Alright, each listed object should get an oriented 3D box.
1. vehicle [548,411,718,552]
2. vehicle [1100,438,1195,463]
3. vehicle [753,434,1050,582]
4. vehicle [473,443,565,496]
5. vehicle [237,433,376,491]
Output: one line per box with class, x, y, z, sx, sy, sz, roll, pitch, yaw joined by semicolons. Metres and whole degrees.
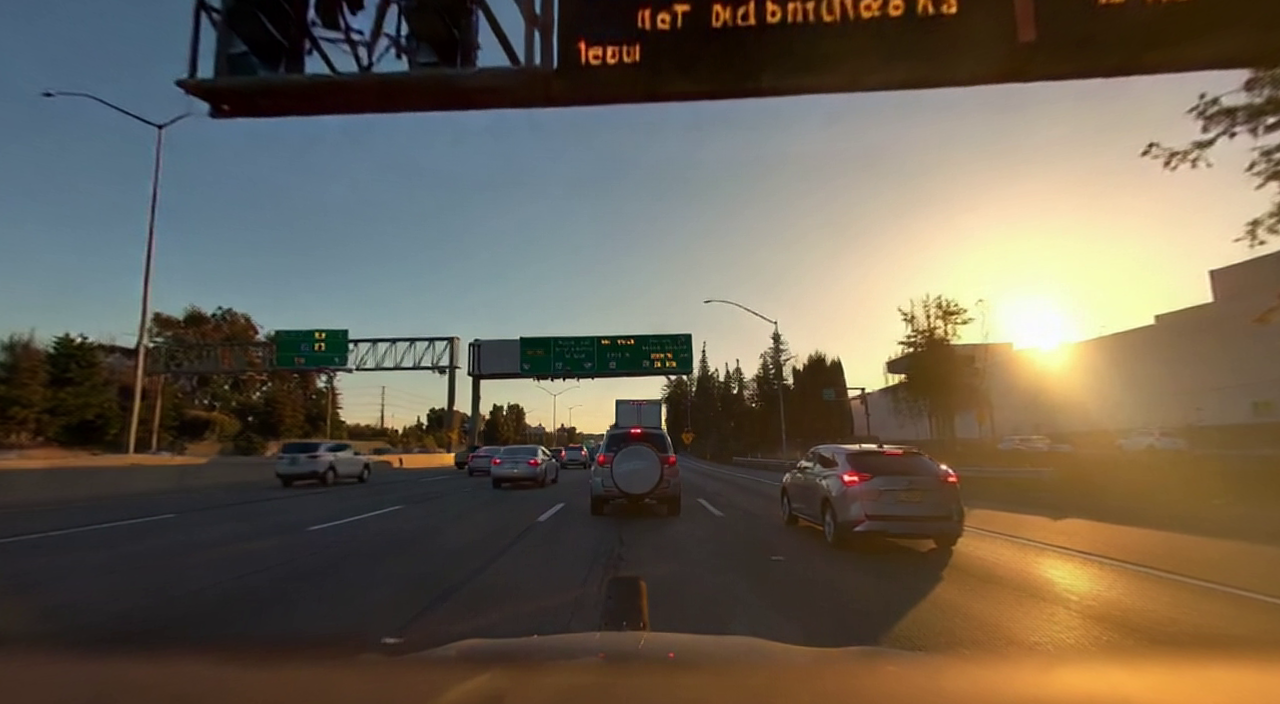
vehicle;-0.100;1.948;10.070;2.152;1.779;3.924;0;-9;0
vehicle;32.278;6.289;40.277;1.805;1.536;4.325;3;-9;-19
vehicle;3.052;1.918;8.654;2.018;1.470;4.491;0;-9;-2
vehicle;-3.643;3.624;19.809;2.005;1.458;4.143;0;-9;1
vehicle;-11.022;3.665;21.327;2.129;1.720;4.547;0;-9;1
